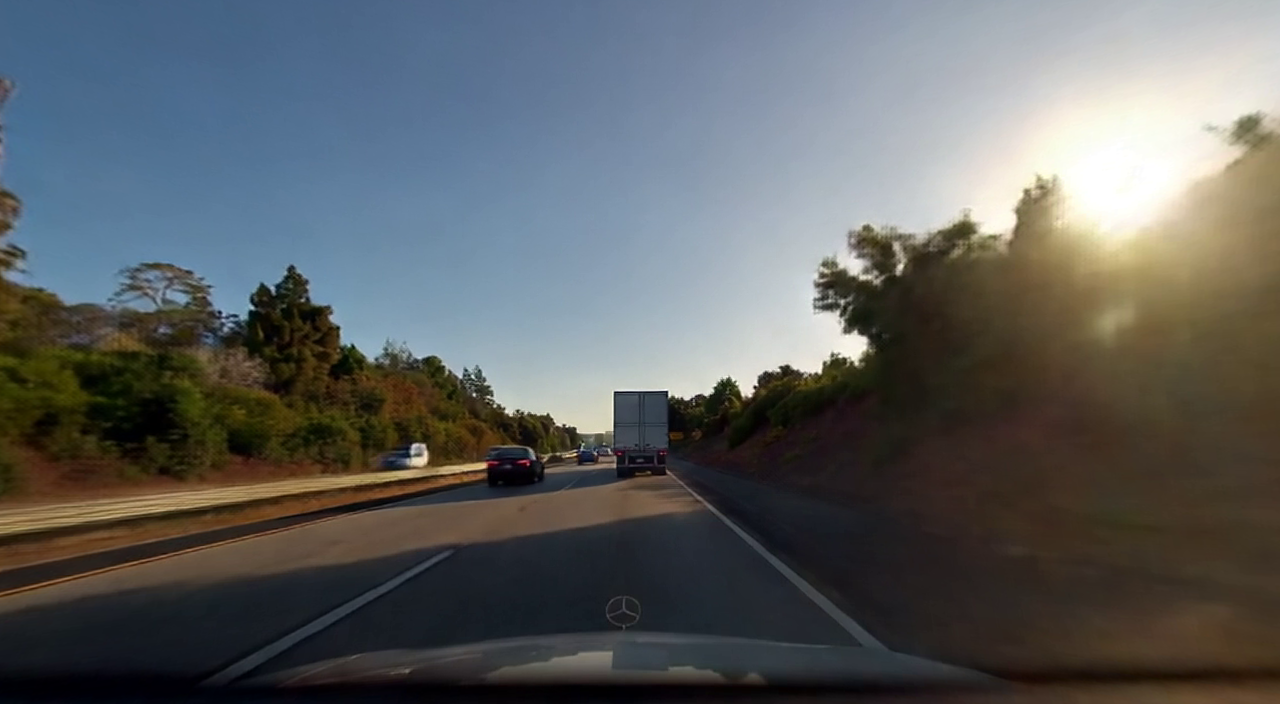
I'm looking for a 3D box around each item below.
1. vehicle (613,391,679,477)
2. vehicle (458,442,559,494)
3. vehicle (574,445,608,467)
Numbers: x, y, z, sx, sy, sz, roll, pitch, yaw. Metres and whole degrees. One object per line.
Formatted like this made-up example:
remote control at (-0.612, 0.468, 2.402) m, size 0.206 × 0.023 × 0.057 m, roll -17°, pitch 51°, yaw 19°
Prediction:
vehicle at (0.203, 4.433, 33.136) m, size 2.959 × 3.828 × 9.617 m, roll 0°, pitch -9°, yaw -1°
vehicle at (-4.125, 3.756, 20.760) m, size 2.206 × 1.478 × 4.824 m, roll 0°, pitch -9°, yaw 1°
vehicle at (-3.674, 7.909, 47.955) m, size 2.074 × 1.546 × 4.946 m, roll 0°, pitch -9°, yaw 1°
